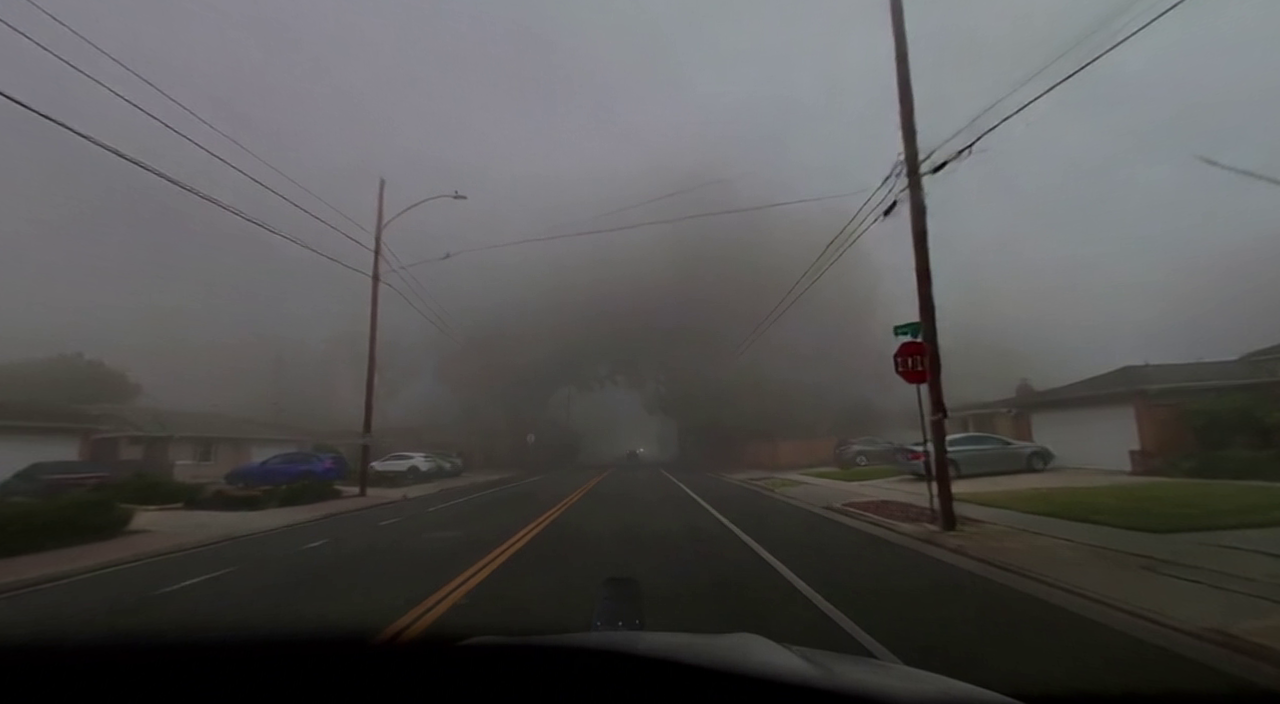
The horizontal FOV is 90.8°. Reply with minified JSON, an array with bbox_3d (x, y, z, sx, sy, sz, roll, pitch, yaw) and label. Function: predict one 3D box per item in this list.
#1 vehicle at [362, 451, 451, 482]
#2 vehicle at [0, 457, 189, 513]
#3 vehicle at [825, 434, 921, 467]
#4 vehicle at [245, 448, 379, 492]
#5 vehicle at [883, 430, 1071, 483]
[{"bbox_3d":[-12.347,6.100,33.656,3.927,1.560,2.049,0,-9,0],"label":"vehicle"},{"bbox_3d":[-16.482,3.925,18.942,4.199,1.510,2.058,1,-9,-10],"label":"vehicle"},{"bbox_3d":[13.025,5.499,35.390,4.653,1.775,1.906,2,-9,-11],"label":"vehicle"},{"bbox_3d":[-12.965,4.661,25.226,4.207,1.648,1.956,1,-9,-6],"label":"vehicle"},{"bbox_3d":[10.643,3.303,20.162,4.908,1.537,2.065,1,-9,-8],"label":"vehicle"}]
